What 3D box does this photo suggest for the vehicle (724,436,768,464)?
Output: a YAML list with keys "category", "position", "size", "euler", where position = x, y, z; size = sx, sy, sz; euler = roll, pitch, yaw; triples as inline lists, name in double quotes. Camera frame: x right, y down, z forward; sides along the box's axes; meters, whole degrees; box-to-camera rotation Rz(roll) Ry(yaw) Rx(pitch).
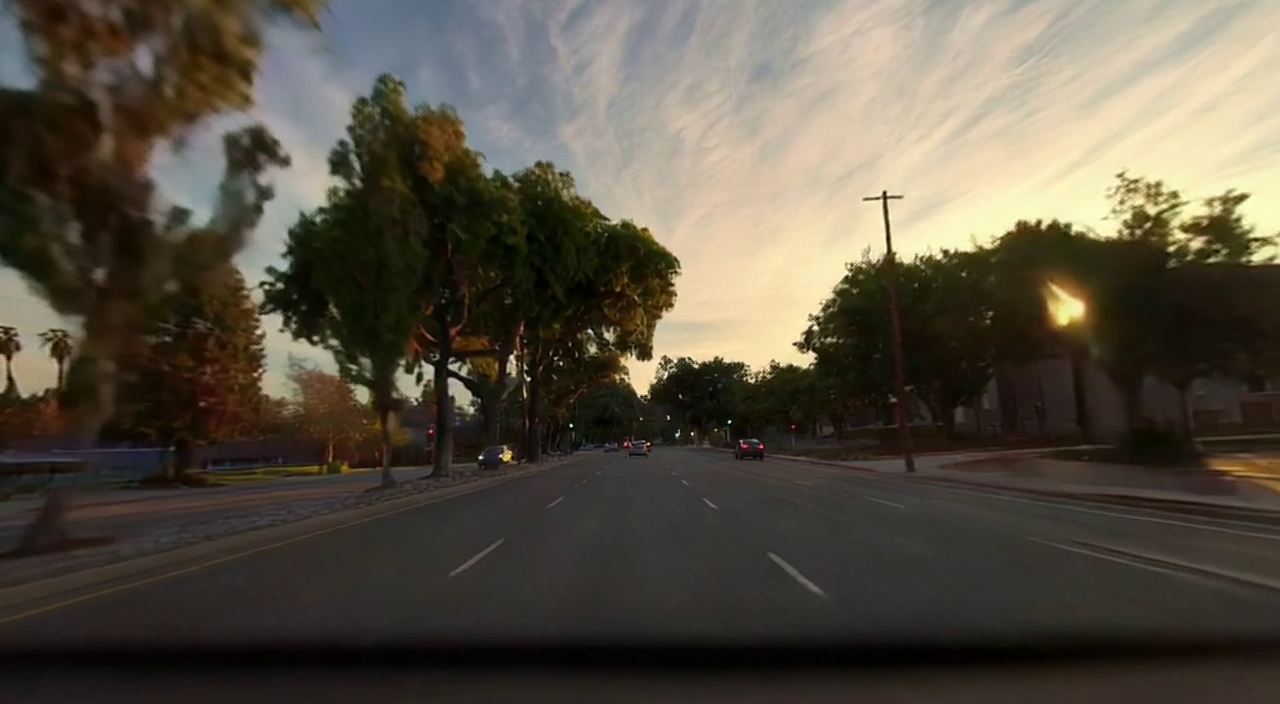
- category: "vehicle"
  position: [6.753, 6.324, 40.746]
  size: [2.011, 1.710, 4.357]
  euler: [0, -9, -2]
